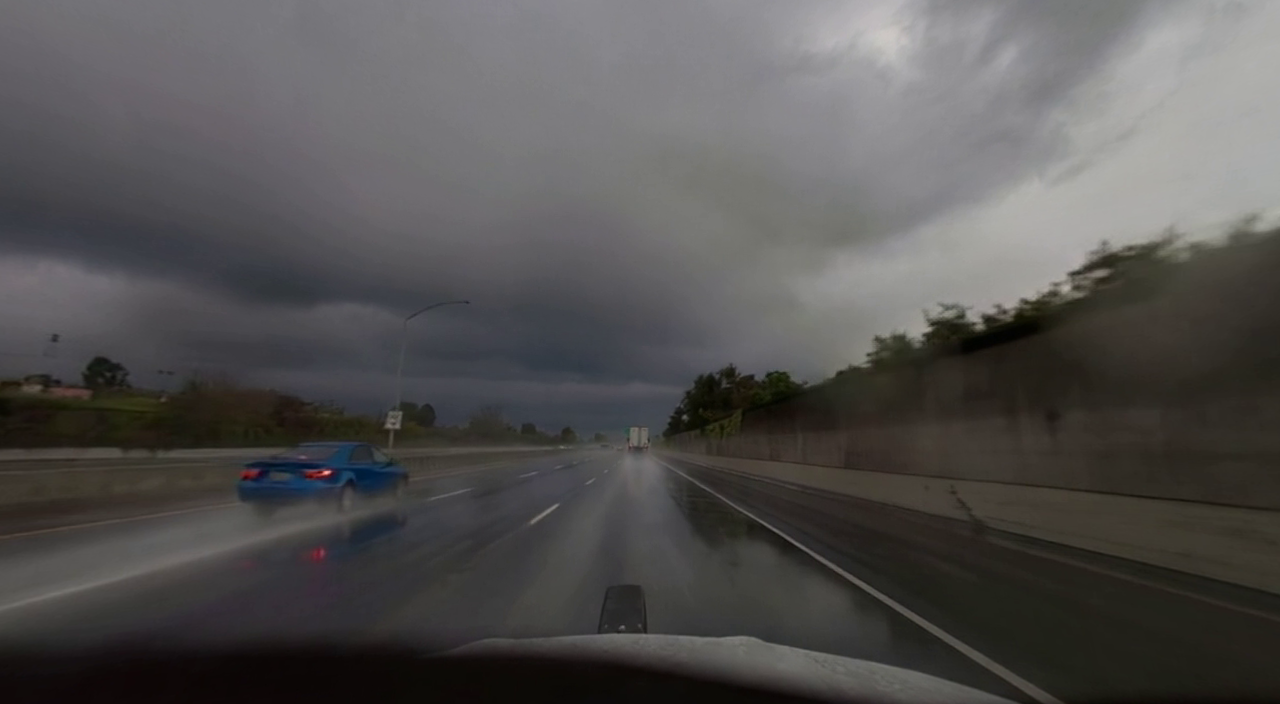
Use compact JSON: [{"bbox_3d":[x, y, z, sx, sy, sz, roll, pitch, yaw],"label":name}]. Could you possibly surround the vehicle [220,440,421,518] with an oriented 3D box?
[{"bbox_3d":[-7.036,2.831,14.672,2.017,1.468,5.031,0,-9,0],"label":"vehicle"}]
